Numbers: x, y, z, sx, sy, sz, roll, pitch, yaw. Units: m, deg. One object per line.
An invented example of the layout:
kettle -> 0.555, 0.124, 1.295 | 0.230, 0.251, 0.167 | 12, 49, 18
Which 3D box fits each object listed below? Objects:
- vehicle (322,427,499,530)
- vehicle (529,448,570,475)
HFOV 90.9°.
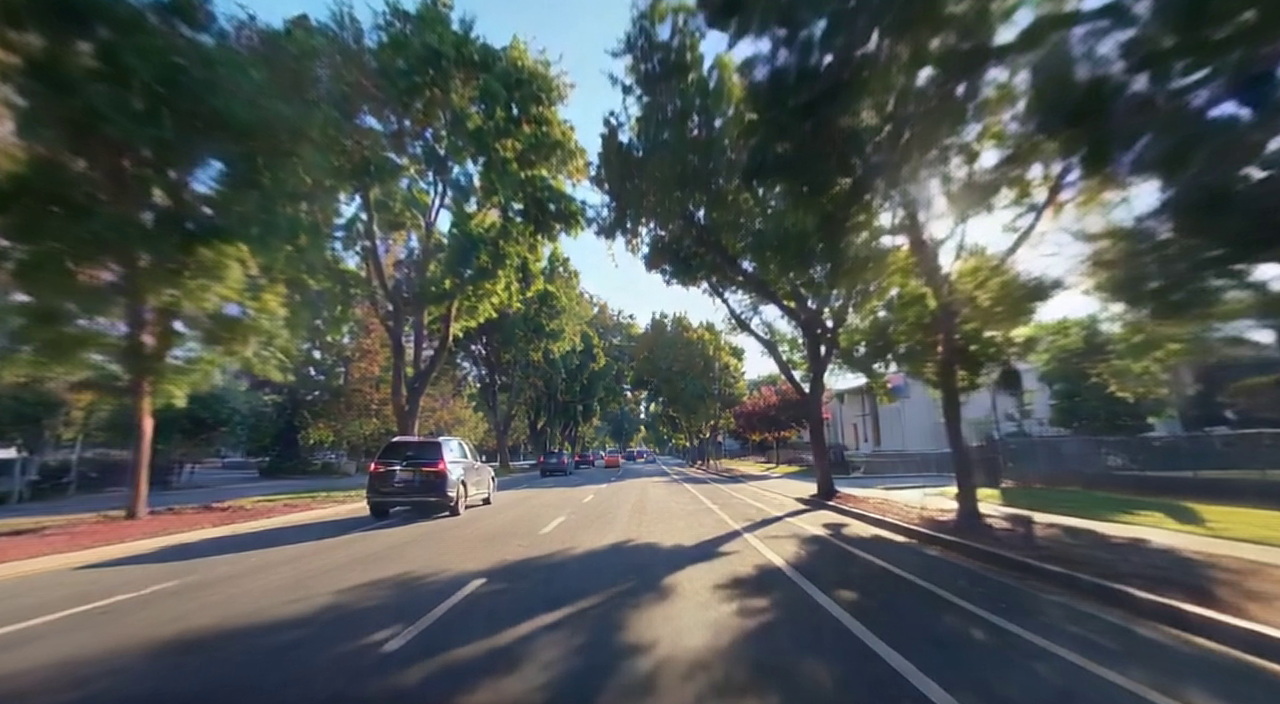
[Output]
vehicle -> -4.457, 2.531, 13.117 | 2.123, 1.761, 4.322 | 0, -9, -1
vehicle -> -6.026, 7.384, 42.533 | 1.985, 1.708, 4.310 | 0, -9, 2
